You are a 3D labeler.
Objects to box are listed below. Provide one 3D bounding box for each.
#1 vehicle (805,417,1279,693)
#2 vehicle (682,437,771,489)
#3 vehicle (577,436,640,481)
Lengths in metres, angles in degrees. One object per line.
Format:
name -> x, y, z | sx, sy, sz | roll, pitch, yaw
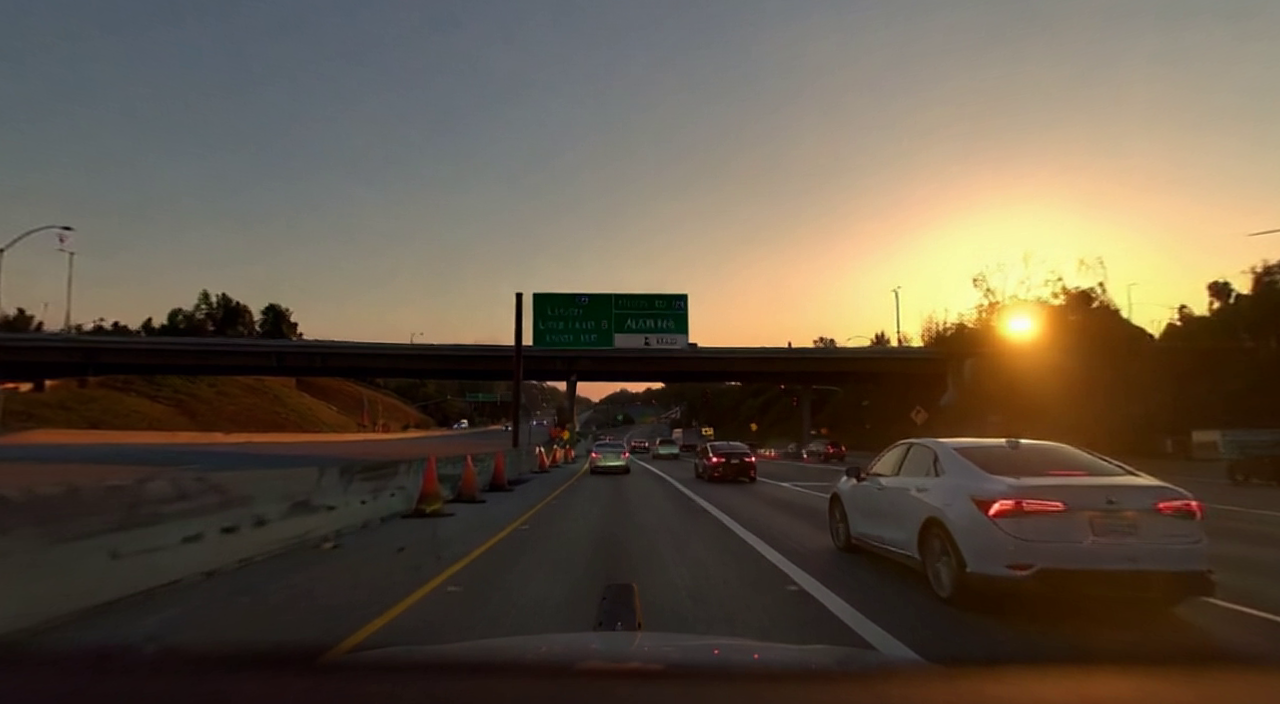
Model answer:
vehicle -> 3.081, 1.401, 5.593 | 1.996, 1.455, 4.281 | 0, -8, -1
vehicle -> 2.622, 3.484, 20.247 | 2.042, 1.460, 4.451 | 0, -8, -2
vehicle -> -1.080, 3.808, 22.834 | 2.069, 1.470, 4.004 | 0, -8, -1
